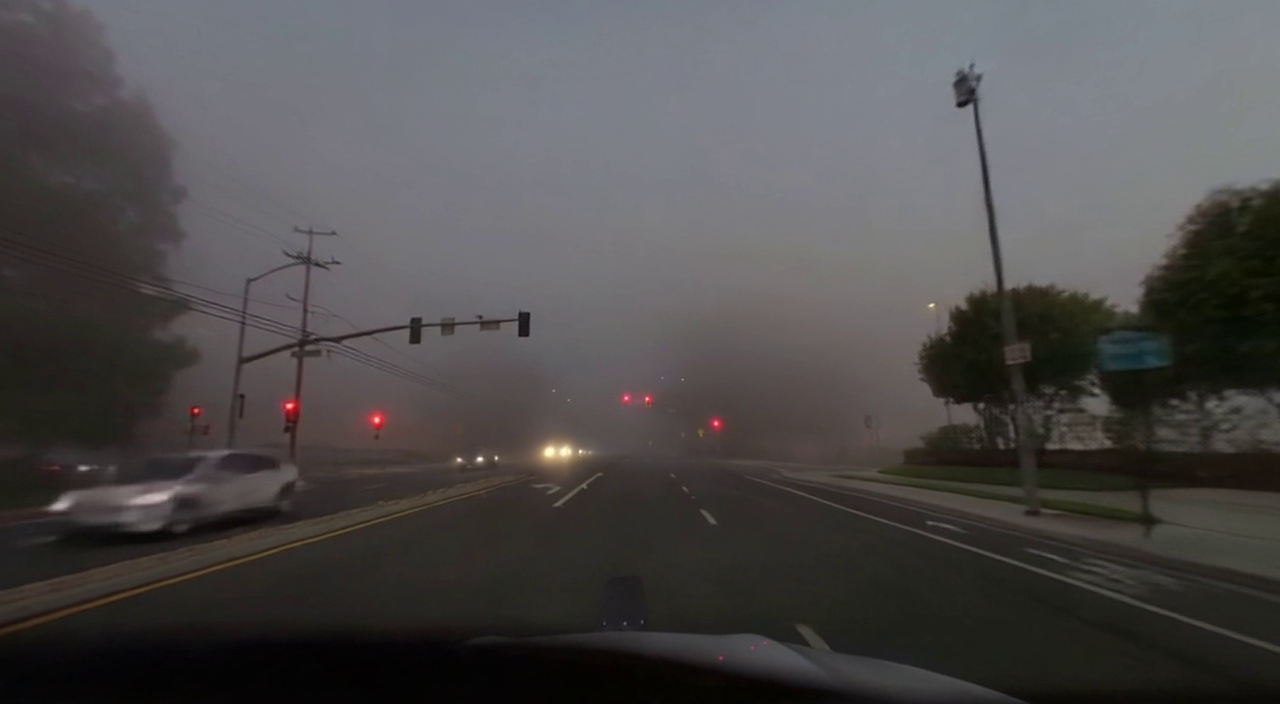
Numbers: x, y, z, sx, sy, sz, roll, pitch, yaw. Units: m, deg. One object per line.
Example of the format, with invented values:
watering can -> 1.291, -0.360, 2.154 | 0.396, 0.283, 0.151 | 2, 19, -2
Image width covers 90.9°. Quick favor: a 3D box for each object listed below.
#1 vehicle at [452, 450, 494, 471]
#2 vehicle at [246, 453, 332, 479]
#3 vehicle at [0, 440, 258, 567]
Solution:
vehicle -> -11.920, 7.751, 45.252 | 1.825, 1.435, 4.211 | 0, -8, 1
vehicle -> -21.559, 6.960, 38.661 | 5.038, 1.435, 2.074 | -4, -9, 28
vehicle -> -8.795, 2.335, 10.599 | 1.986, 1.665, 4.284 | 0, -8, 1
